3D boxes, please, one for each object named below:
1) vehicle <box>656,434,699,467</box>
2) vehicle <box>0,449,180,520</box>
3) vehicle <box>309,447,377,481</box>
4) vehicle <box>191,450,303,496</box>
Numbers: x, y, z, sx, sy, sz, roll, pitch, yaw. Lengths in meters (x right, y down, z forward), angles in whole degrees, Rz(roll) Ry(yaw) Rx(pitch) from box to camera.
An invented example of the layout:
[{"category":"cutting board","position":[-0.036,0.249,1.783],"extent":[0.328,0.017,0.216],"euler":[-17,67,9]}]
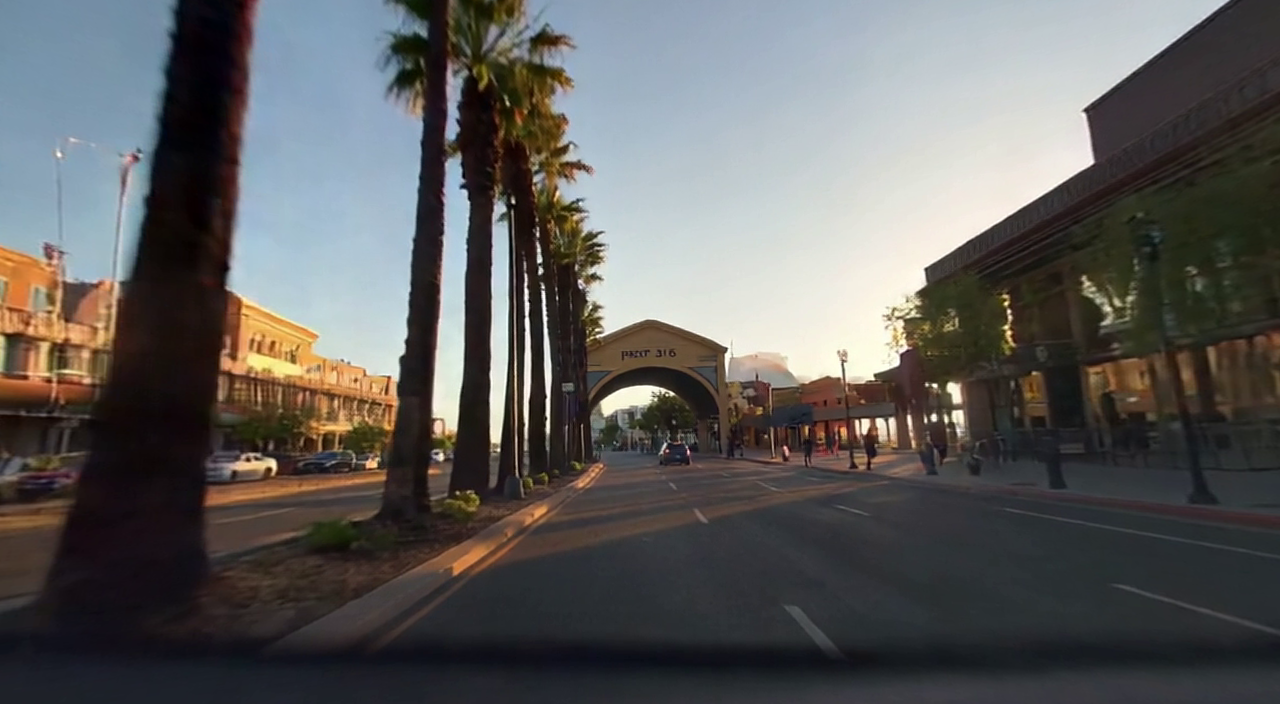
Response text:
[{"category":"vehicle","position":[2.404,6.591,42.541],"extent":[2.284,2.010,6.670],"euler":[0,-8,-1]},{"category":"vehicle","position":[-17.771,4.198,20.626],"extent":[1.947,1.871,4.855],"euler":[-3,-8,-2]},{"category":"vehicle","position":[-18.500,6.973,39.639],"extent":[2.136,1.890,4.670],"euler":[-3,-8,-1]},{"category":"vehicle","position":[-18.168,5.579,29.584],"extent":[2.049,1.878,5.125],"euler":[-1,-9,-2]}]
